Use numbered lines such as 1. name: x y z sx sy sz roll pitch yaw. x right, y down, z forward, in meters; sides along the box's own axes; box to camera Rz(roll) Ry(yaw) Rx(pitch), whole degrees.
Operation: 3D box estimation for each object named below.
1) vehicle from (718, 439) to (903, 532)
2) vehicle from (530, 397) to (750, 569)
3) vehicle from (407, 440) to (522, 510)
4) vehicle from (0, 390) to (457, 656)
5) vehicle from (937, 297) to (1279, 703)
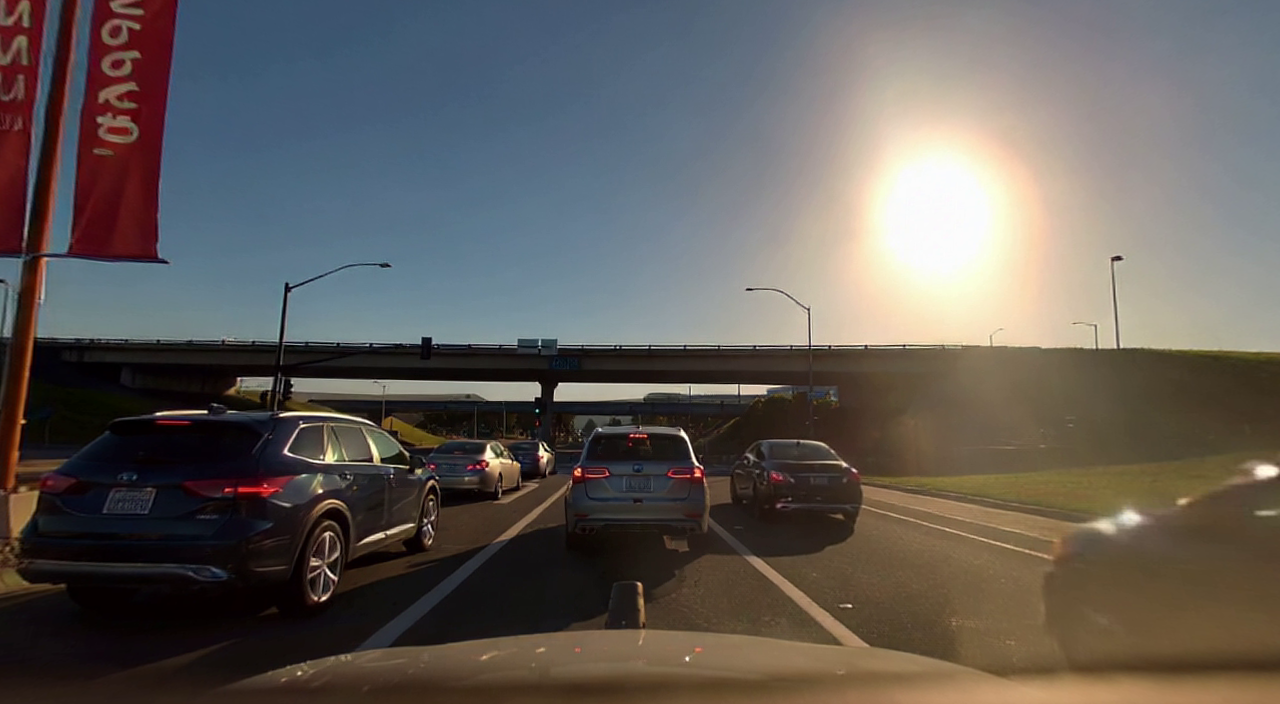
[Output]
1. vehicle: 3.057 2.523 12.626 2.228 1.472 4.939 0 -9 -1
2. vehicle: -0.082 1.771 9.211 2.409 1.864 4.471 0 -9 -2
3. vehicle: -4.158 2.940 15.442 1.797 1.505 3.506 0 -9 0
4. vehicle: -3.499 1.427 6.273 2.039 1.709 4.265 0 -9 0
5. vehicle: 3.182 0.725 2.146 2.016 1.804 4.681 0 -9 0
